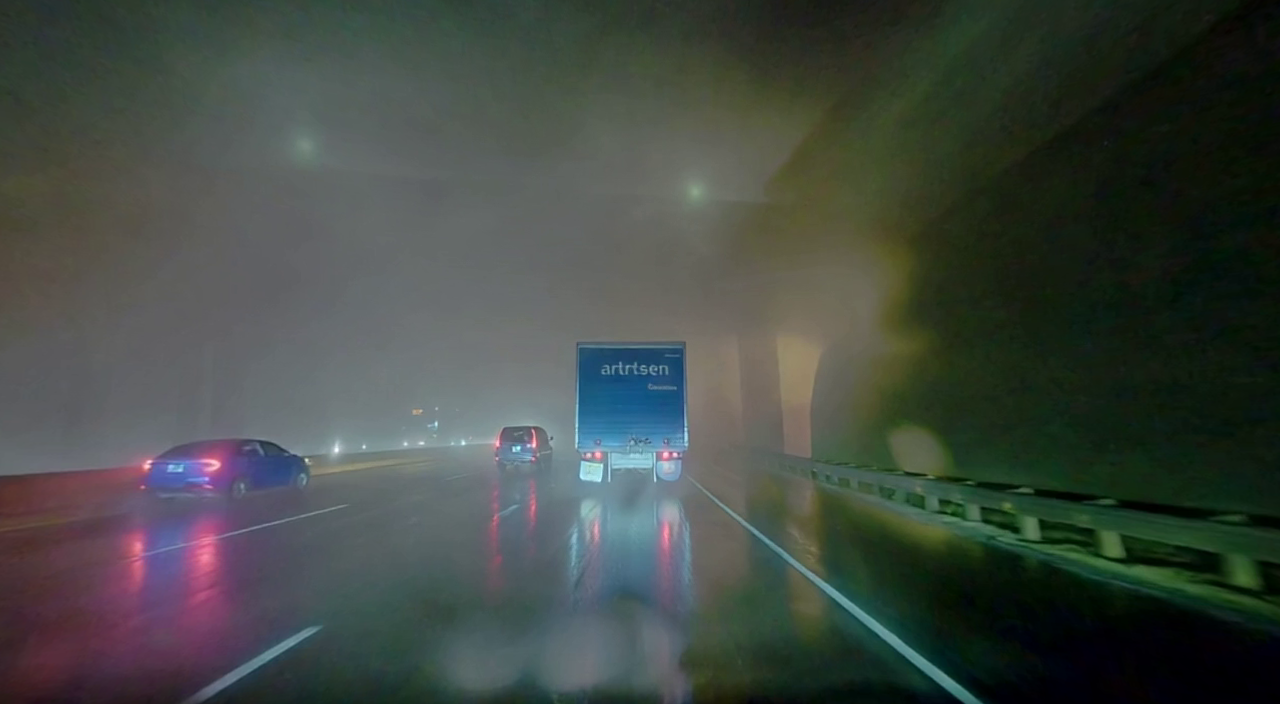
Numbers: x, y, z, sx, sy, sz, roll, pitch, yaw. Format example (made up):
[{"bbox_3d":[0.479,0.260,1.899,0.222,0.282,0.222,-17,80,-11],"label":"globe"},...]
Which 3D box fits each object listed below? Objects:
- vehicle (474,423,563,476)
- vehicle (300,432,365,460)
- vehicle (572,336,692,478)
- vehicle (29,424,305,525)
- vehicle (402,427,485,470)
[{"bbox_3d":[-4.164,3.440,22.519,2.168,1.671,4.888,0,-8,1],"label":"vehicle"},{"bbox_3d":[-23.606,7.189,48.508,2.265,2.029,5.280,0,-8,0],"label":"vehicle"},{"bbox_3d":[-0.275,2.295,23.581,3.442,4.106,10.719,0,-8,-1],"label":"vehicle"},{"bbox_3d":[-8.115,2.094,11.389,1.940,1.488,3.976,0,-8,-1],"label":"vehicle"},{"bbox_3d":[-7.945,3.938,25.935,1.981,1.574,4.561,0,-8,-1],"label":"vehicle"}]
